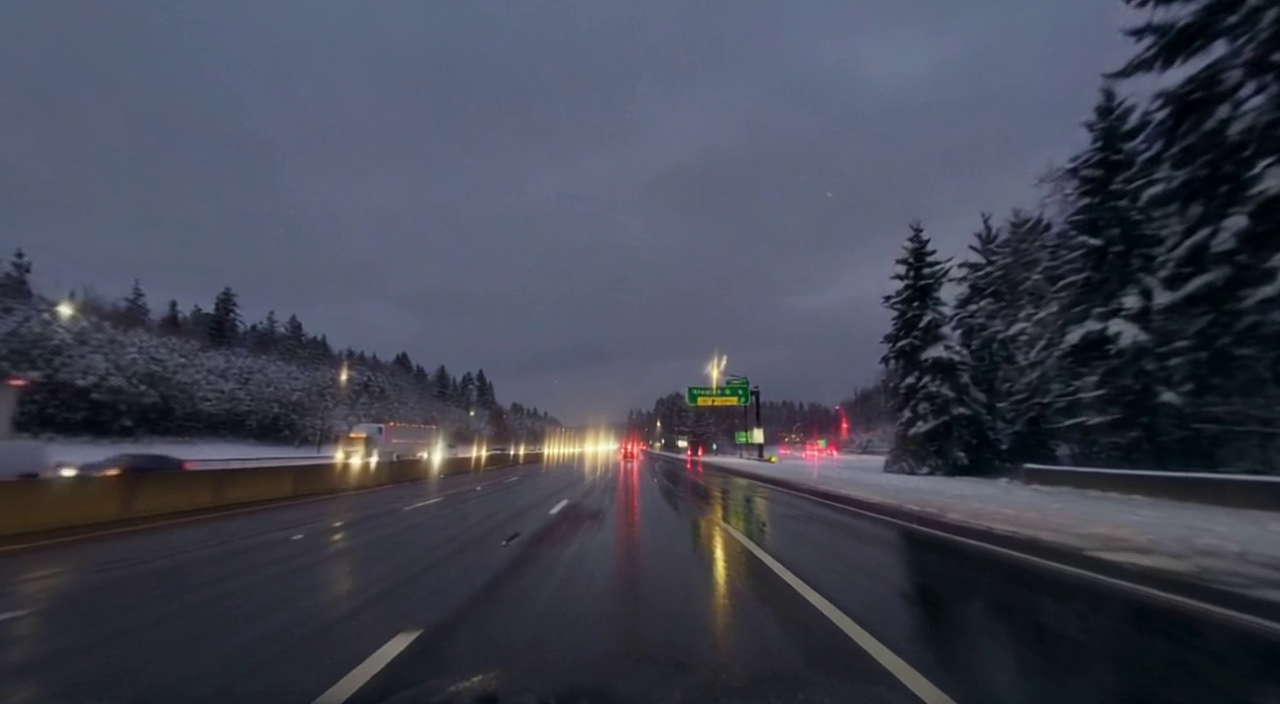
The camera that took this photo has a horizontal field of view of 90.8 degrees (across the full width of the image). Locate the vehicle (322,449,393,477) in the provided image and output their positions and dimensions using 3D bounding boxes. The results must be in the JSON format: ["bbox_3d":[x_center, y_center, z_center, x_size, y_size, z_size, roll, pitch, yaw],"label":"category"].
[{"bbox_3d":[-16.093,6.339,36.263,1.929,1.459,4.504,0,-9,0],"label":"vehicle"}]

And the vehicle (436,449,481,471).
[{"bbox_3d":[-13.264,7.889,46.366,1.985,1.447,4.438,0,-9,0],"label":"vehicle"}]

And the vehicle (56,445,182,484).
[{"bbox_3d":[-24.658,5.301,30.188,1.911,1.685,4.614,-1,-9,3],"label":"vehicle"}]
